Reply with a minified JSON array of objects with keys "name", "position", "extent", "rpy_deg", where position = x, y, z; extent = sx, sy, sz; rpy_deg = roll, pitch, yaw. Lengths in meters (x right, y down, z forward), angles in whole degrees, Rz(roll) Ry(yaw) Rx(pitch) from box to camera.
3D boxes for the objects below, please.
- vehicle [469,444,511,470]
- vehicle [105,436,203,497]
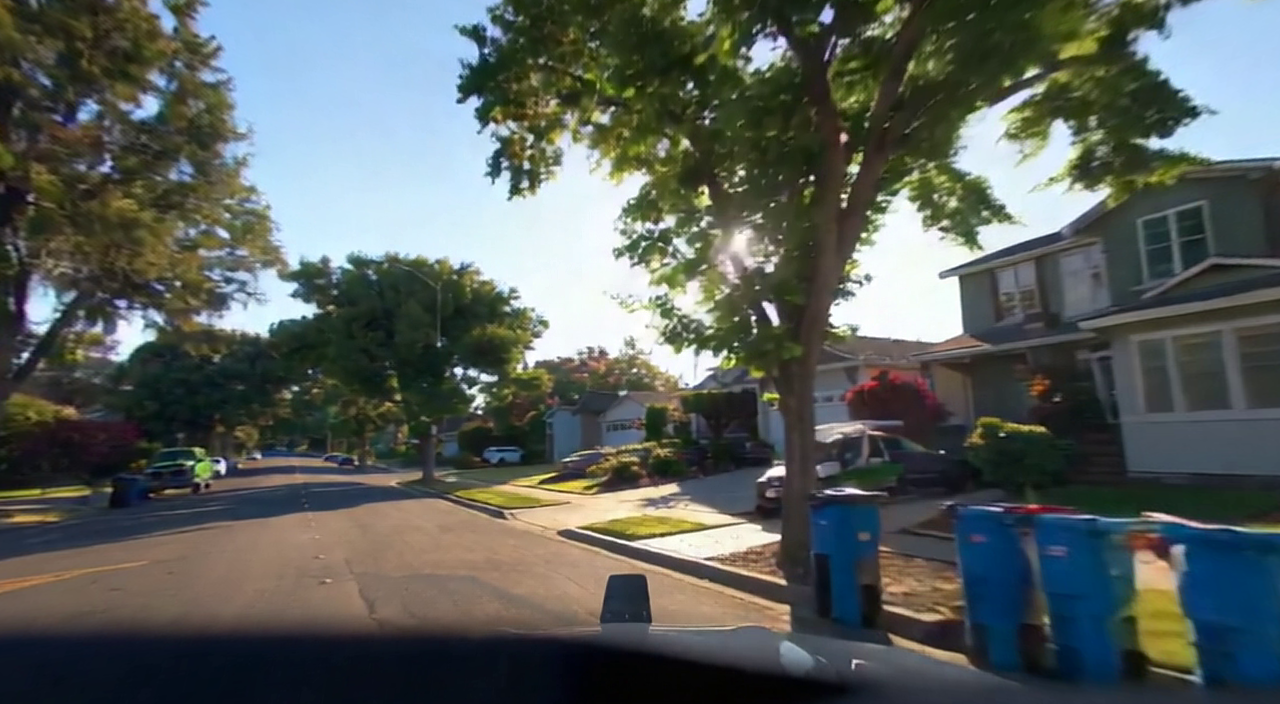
[{"name":"vehicle","position":[-11.685,8.103,48.874],"extent":[1.936,1.687,4.714],"rpy_deg":[1,-6,-28]},{"name":"vehicle","position":[-21.470,5.005,28.151],"extent":[2.223,2.115,5.707],"rpy_deg":[11,-10,-27]}]
